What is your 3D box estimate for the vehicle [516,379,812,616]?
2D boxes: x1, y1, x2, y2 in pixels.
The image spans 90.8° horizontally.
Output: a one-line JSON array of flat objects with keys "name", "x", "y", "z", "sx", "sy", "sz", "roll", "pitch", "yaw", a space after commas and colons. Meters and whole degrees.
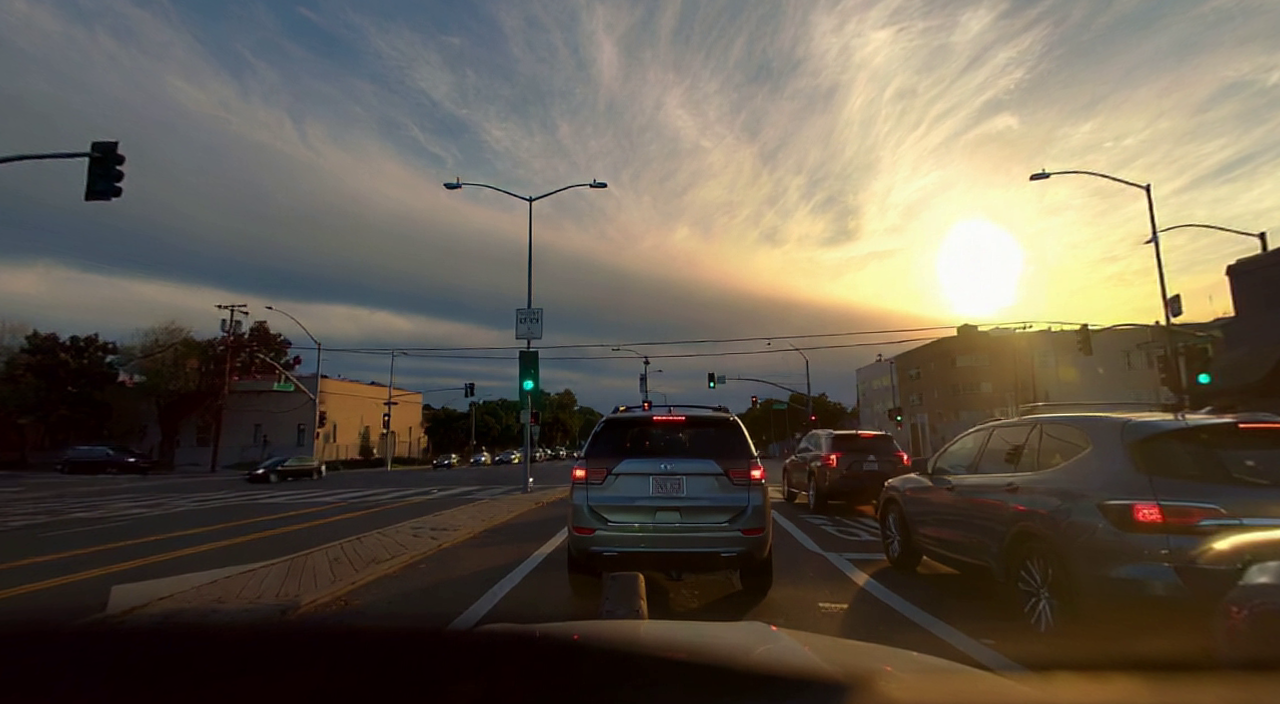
[{"name": "vehicle", "x": 0.229, "y": 1.465, "z": 7.209, "sx": 2.292, "sy": 1.840, "sz": 4.394, "roll": 0, "pitch": -9, "yaw": 1}]

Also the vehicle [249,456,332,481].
[{"name": "vehicle", "x": -21.977, "y": 7.300, "z": 39.773, "sx": 4.255, "sy": 1.444, "sz": 1.864, "roll": 6, "pitch": -11, "yaw": -37}]

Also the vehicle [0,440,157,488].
[{"name": "vehicle", "x": -24.575, "y": 4.842, "z": 27.542, "sx": 5.062, "sy": 1.946, "sz": 2.243, "roll": 0, "pitch": -9, "yaw": -1}]

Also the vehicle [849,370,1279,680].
[{"name": "vehicle", "x": 3.562, "y": 1.270, "z": 5.689, "sx": 2.018, "sy": 1.701, "sz": 4.288, "roll": 0, "pitch": -9, "yaw": 2}]
